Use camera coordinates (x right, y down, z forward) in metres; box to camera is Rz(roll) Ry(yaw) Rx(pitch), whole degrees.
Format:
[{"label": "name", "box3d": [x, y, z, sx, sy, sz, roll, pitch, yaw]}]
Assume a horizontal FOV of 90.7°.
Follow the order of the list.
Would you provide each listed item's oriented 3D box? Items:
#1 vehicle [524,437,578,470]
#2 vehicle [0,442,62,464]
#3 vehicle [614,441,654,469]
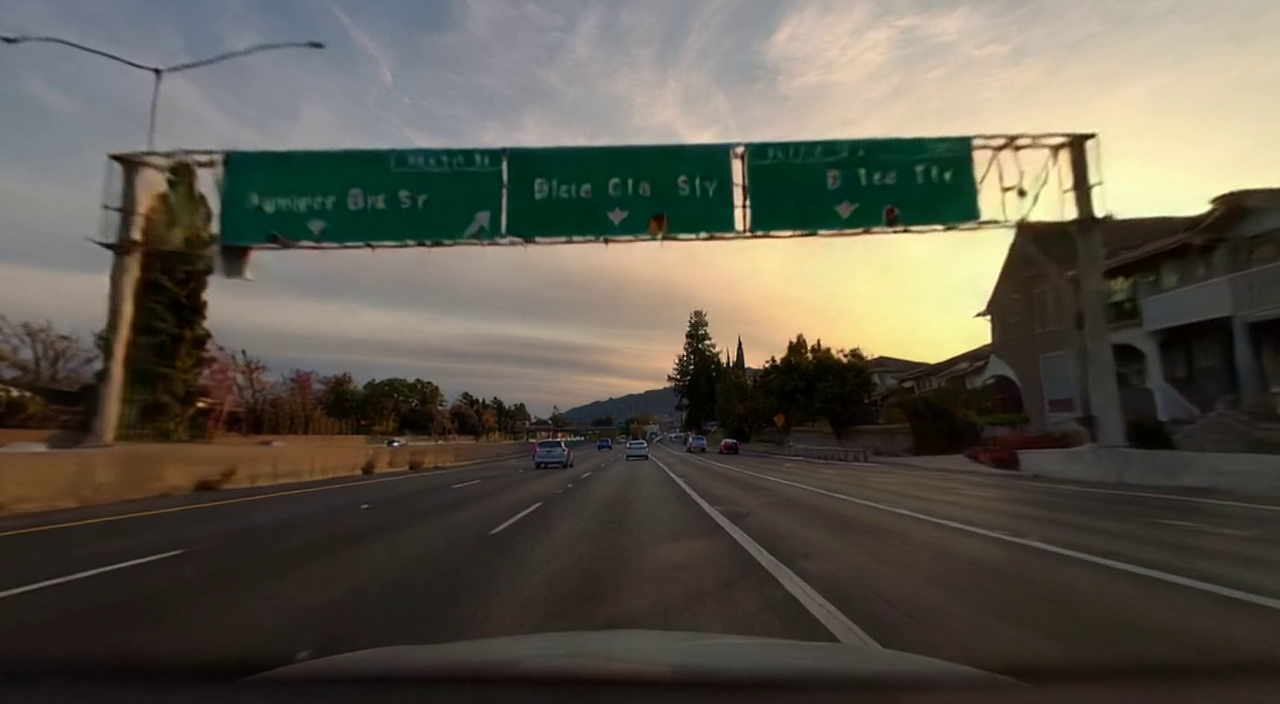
[{"label": "vehicle", "box3d": [-4.818, 5.562, 34.774, 2.260, 1.706, 4.177, 0, -8, 1]}, {"label": "vehicle", "box3d": [-44.940, 7.305, 45.947, 1.943, 1.478, 4.193, 0, -8, -2]}, {"label": "vehicle", "box3d": [-0.342, 5.827, 36.111, 2.146, 1.485, 4.332, 0, -8, 0]}]
